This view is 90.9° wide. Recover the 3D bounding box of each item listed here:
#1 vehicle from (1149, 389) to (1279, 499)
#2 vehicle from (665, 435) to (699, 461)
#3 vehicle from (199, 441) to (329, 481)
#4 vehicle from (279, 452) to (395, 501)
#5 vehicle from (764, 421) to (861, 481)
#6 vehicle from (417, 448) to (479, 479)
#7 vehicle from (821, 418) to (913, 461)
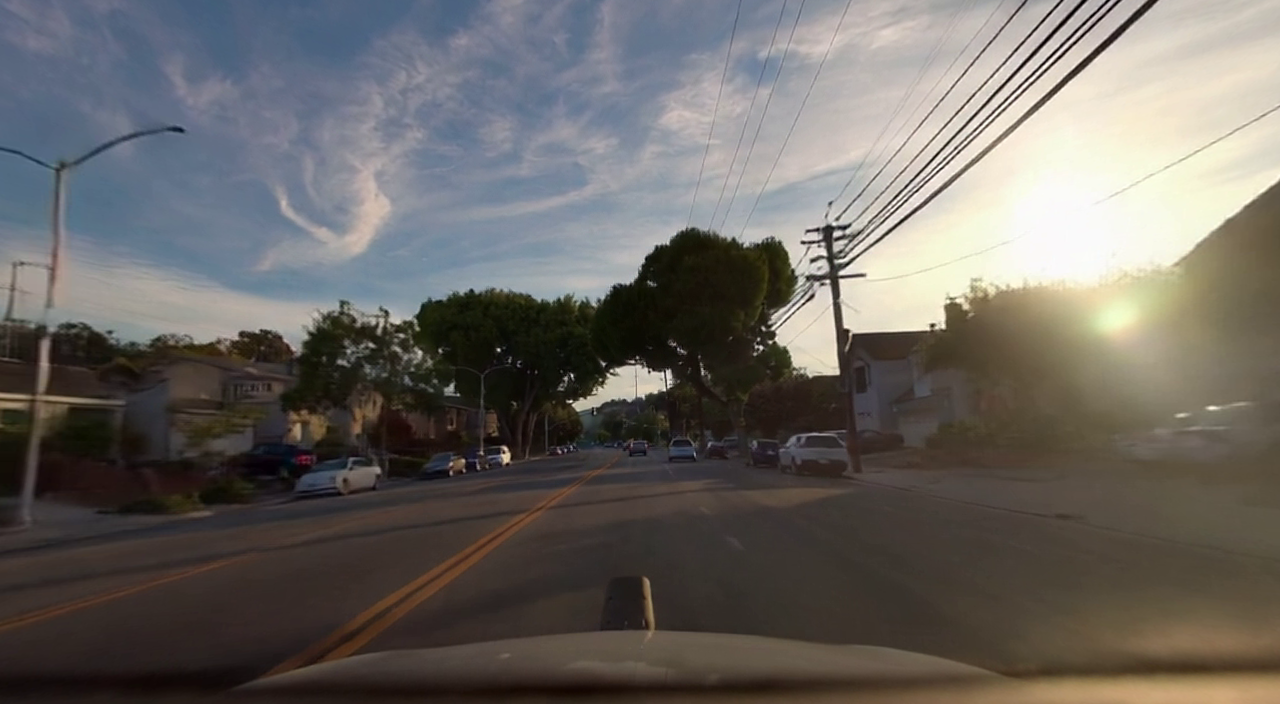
[{"bbox_3d":[12.717,1.552,11.813,4.496,1.773,1.972,-5,-8,-1],"label":"vehicle"},{"bbox_3d":[2.966,6.936,45.630,2.070,1.765,4.731,0,-8,-1],"label":"vehicle"},{"bbox_3d":[-17.700,5.142,29.869,4.745,1.810,2.197,-1,-8,2],"label":"vehicle"},{"bbox_3d":[-10.711,4.408,22.725,1.896,1.495,4.425,-1,-8,1],"label":"vehicle"},{"bbox_3d":[6.596,3.866,24.864,2.274,2.090,5.465,0,-8,0],"label":"vehicle"},{"bbox_3d":[-10.504,6.115,34.805,2.098,1.503,4.113,0,-8,0],"label":"vehicle"},{"bbox_3d":[12.948,5.030,36.234,4.305,1.844,2.135,-7,-9,1],"label":"vehicle"}]
